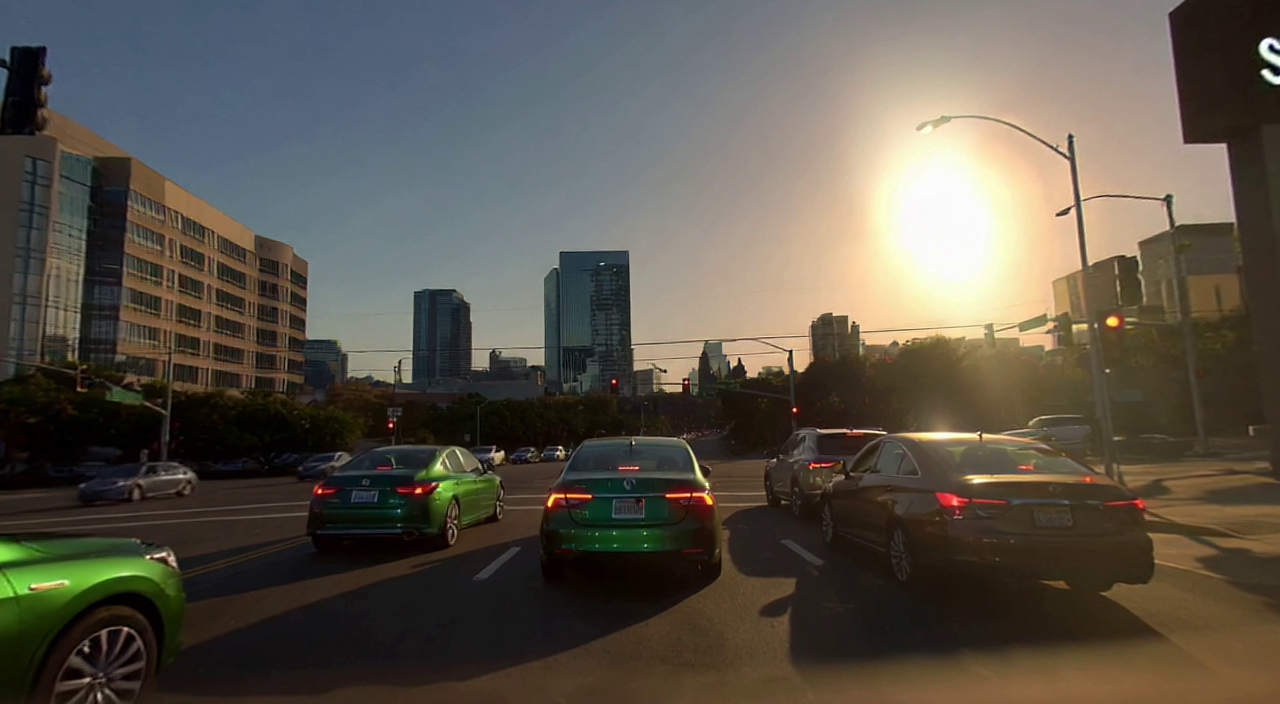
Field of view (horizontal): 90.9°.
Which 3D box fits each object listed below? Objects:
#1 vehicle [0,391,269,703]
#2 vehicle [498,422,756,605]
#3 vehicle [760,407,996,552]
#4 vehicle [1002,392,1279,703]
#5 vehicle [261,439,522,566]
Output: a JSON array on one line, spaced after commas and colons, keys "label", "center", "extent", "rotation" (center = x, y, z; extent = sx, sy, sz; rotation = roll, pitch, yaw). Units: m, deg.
[{"label": "vehicle", "center": [-3.477, 0.847, 1.834], "extent": [2.016, 1.547, 4.414], "rotation": [0, -8, 1]}, {"label": "vehicle", "center": [-0.130, 1.655, 7.387], "extent": [2.140, 1.499, 4.119], "rotation": [0, -8, -1]}, {"label": "vehicle", "center": [3.309, 1.867, 9.832], "extent": [1.992, 1.744, 4.183], "rotation": [0, -8, 0]}, {"label": "vehicle", "center": [3.940, 0.971, 3.094], "extent": [1.800, 1.519, 4.198], "rotation": [0, -8, 0]}, {"label": "vehicle", "center": [-3.303, 2.073, 9.539], "extent": [1.995, 1.436, 4.373], "rotation": [-1, -8, 3]}]
